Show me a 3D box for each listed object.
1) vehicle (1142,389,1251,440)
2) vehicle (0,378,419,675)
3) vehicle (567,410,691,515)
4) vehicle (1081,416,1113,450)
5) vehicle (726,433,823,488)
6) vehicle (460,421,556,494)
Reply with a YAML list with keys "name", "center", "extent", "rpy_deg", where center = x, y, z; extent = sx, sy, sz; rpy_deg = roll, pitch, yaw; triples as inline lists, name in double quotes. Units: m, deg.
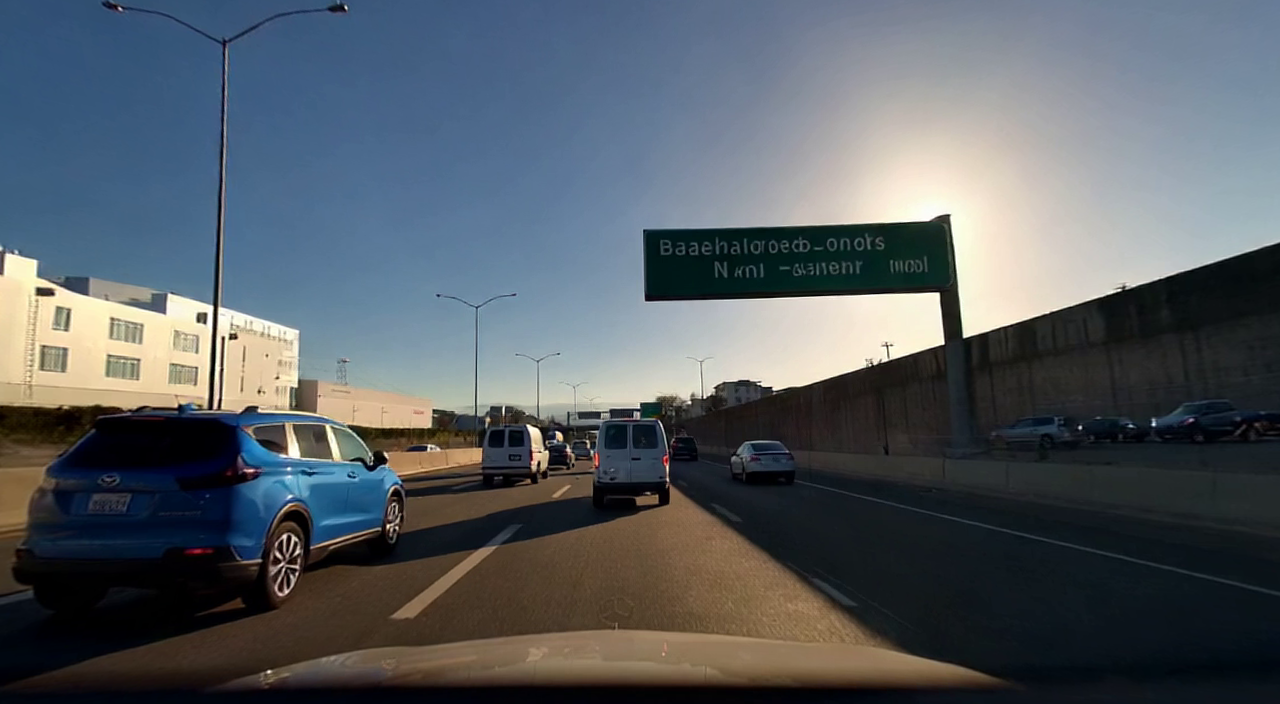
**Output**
- name: "vehicle"
  center: [36.307, 4.193, 41.285]
  extent: [2.528, 3.094, 4.804]
  rpy_deg: [-1, -8, 1]
- name: "vehicle"
  center: [-3.807, 1.316, 5.878]
  extent: [1.972, 1.703, 4.333]
  rpy_deg: [0, -8, -1]
- name: "vehicle"
  center: [-0.284, 2.364, 13.928]
  extent: [2.304, 1.925, 4.282]
  rpy_deg: [0, -8, -2]
- name: "vehicle"
  center: [30.810, 5.470, 42.405]
  extent: [1.480, 2.238, 1.864]
  rpy_deg: [-6, -10, 36]
- name: "vehicle"
  center: [4.033, 3.303, 19.536]
  extent: [1.999, 1.494, 3.833]
  rpy_deg: [0, -8, -2]
- name: "vehicle"
  center: [-3.869, 3.174, 19.263]
  extent: [2.038, 1.936, 4.300]
  rpy_deg: [0, -8, -1]
